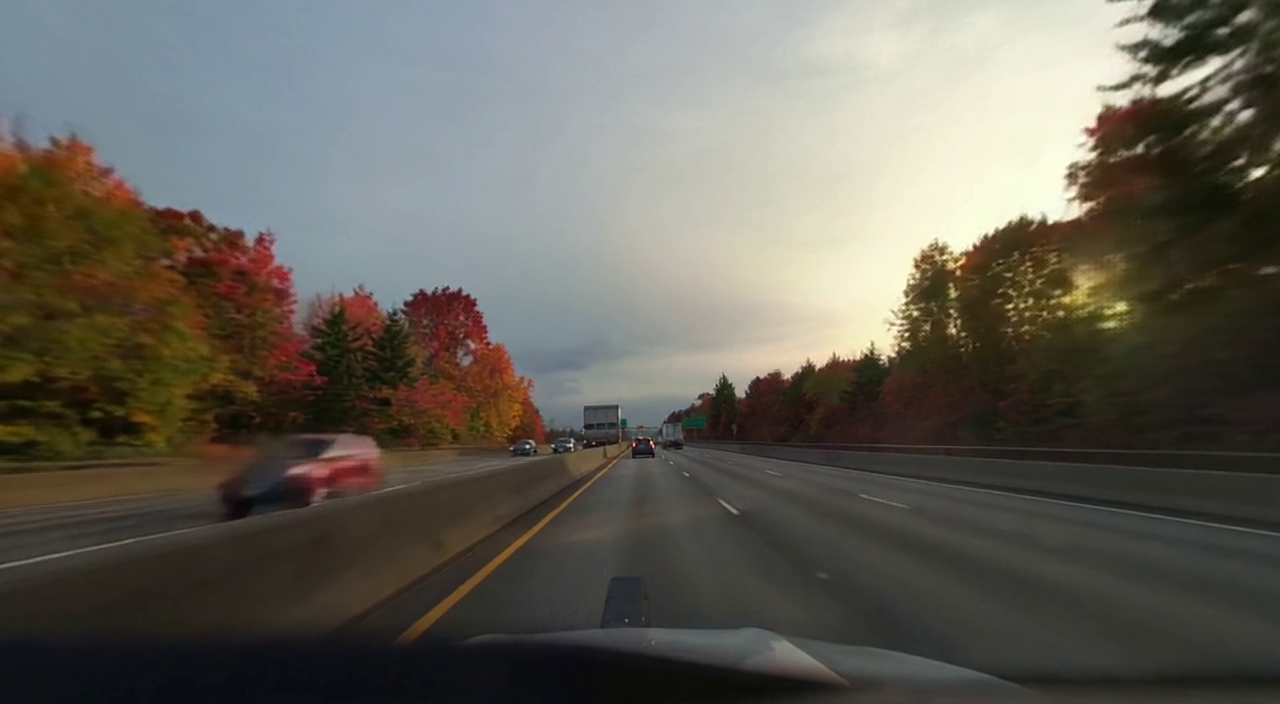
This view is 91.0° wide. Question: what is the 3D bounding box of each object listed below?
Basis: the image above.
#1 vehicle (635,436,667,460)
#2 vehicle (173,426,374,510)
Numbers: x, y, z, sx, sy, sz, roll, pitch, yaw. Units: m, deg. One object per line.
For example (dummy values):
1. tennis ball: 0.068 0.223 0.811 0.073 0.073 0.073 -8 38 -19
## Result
1. vehicle: 0.671 6.171 40.481 1.924 1.498 3.817 0 -8 0
2. vehicle: -7.712 2.460 13.823 1.848 1.549 4.157 0 -8 1
